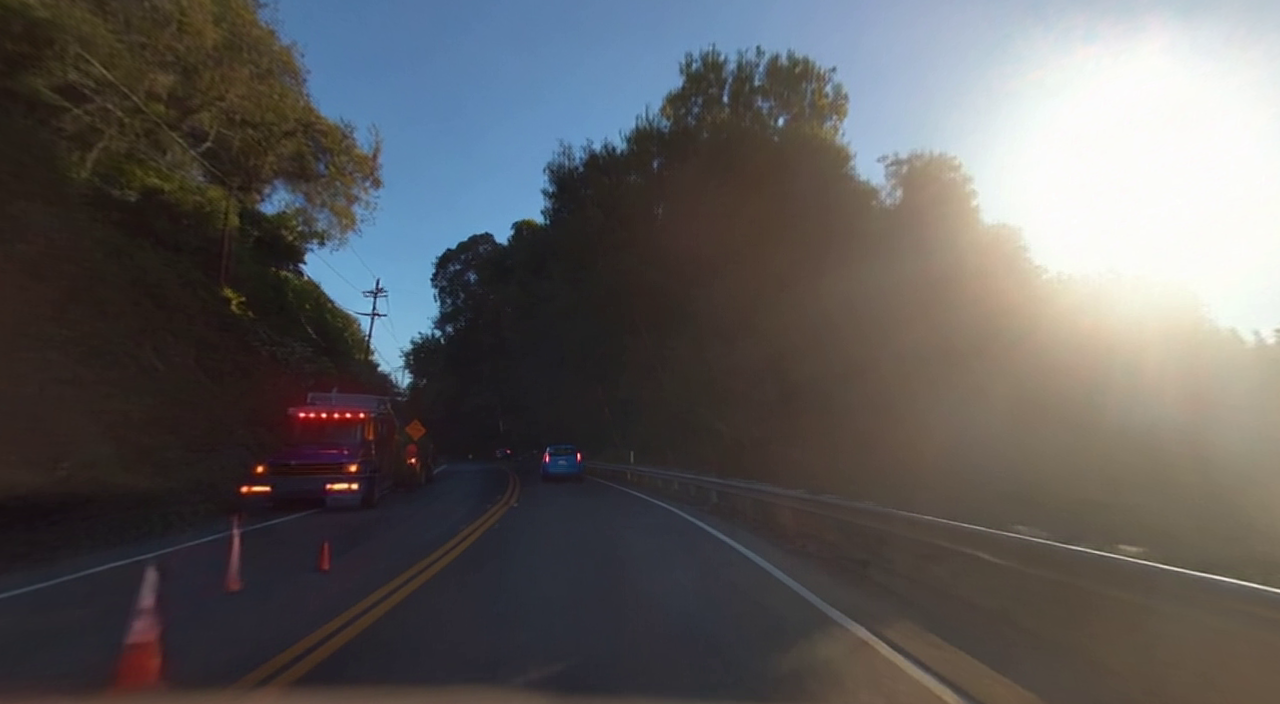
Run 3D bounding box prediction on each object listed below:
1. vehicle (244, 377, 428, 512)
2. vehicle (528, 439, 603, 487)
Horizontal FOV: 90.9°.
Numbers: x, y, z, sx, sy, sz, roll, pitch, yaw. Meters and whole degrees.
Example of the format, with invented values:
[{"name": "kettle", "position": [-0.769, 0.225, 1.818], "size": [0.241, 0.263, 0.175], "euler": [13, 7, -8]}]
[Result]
[{"name": "vehicle", "position": [-6.592, 2.087, 14.330], "size": [2.257, 2.597, 4.069], "euler": [0, -8, -4]}, {"name": "vehicle", "position": [-2.703, 3.825, 22.136], "size": [2.259, 1.503, 4.075], "euler": [2, -8, -11]}]
